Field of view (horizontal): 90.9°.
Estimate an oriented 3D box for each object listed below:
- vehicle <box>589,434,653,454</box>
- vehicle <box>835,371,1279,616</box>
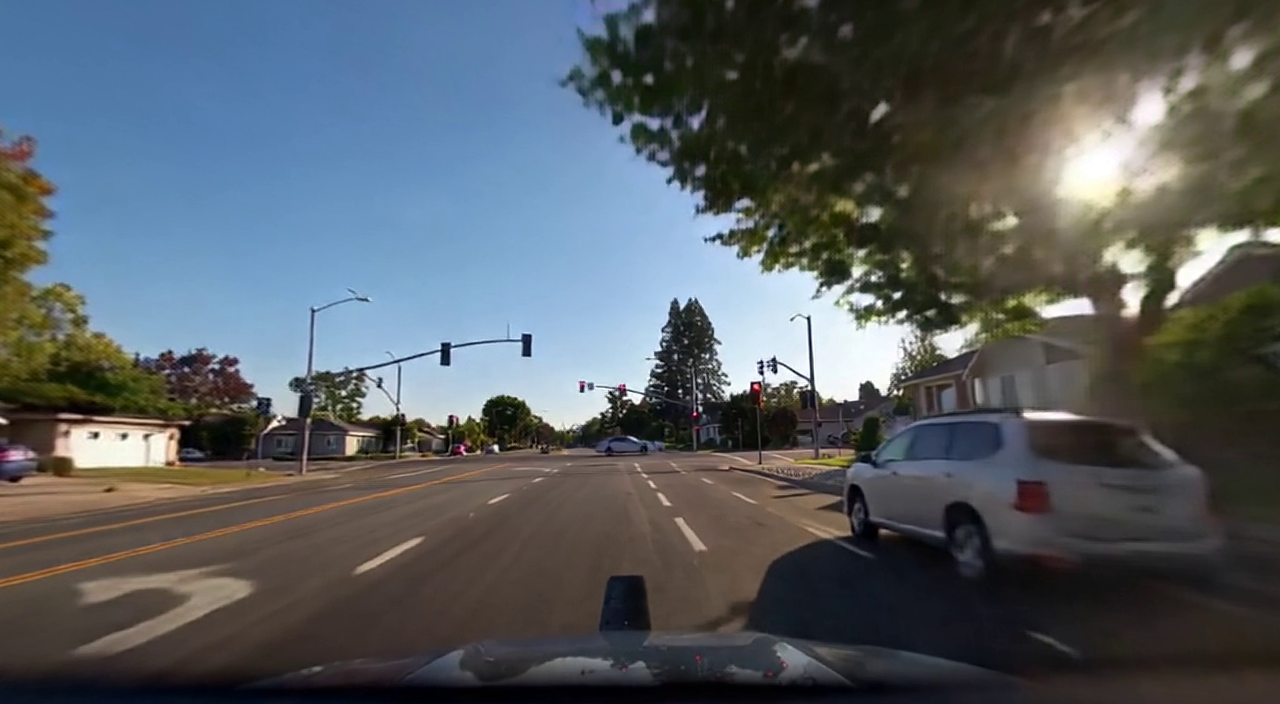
[{"bbox_3d":[-1.425,6.898,47.464,4.759,1.461,1.788,0,-8,-2],"label":"vehicle"},{"bbox_3d":[4.066,1.412,7.198,2.170,1.869,4.594,0,-8,0],"label":"vehicle"}]
